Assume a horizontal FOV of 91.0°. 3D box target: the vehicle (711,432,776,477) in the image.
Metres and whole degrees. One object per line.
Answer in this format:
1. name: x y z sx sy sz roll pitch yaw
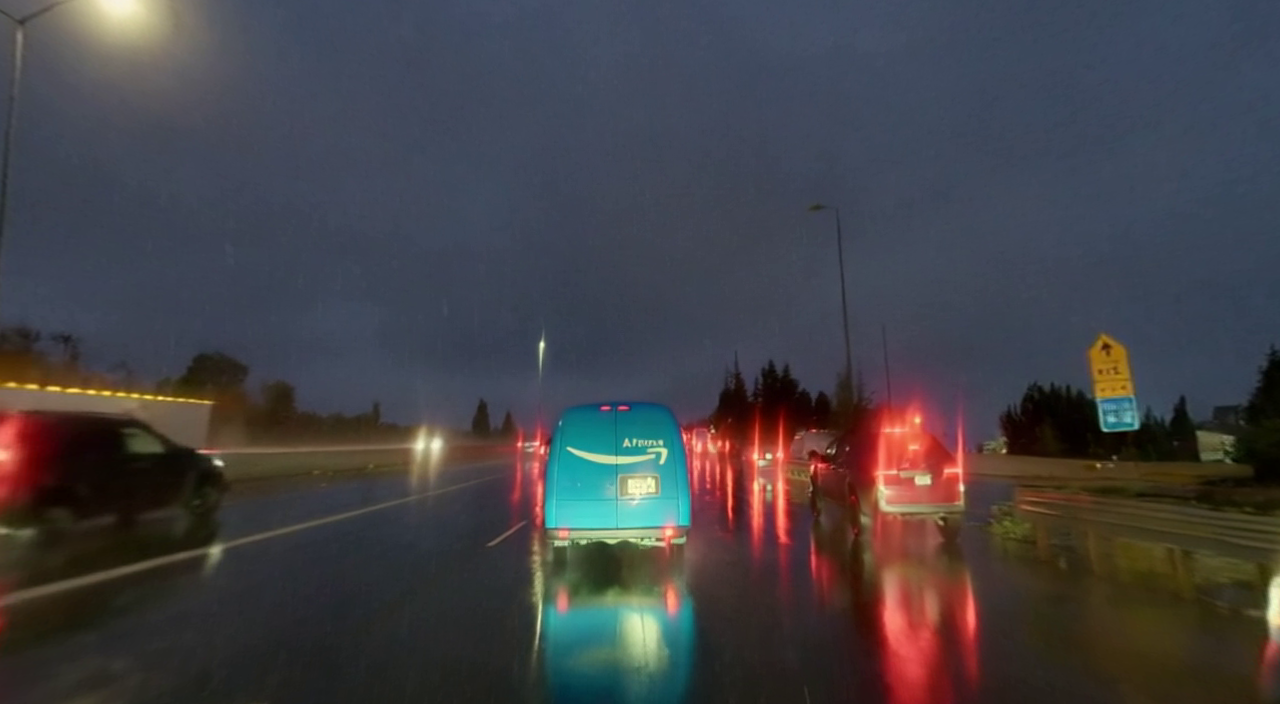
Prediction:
1. vehicle: 4.269 4.323 26.693 2.064 1.720 4.416 0 -8 0

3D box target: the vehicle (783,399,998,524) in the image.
1. vehicle: 4.669 2.172 12.933 2.179 1.999 5.331 1 -8 -1

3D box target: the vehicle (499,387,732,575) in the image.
1. vehicle: -0.193 1.588 8.460 2.287 1.823 4.369 0 -8 1

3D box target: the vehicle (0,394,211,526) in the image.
1. vehicle: -10.378 1.819 10.879 2.232 1.882 5.128 0 -8 0
